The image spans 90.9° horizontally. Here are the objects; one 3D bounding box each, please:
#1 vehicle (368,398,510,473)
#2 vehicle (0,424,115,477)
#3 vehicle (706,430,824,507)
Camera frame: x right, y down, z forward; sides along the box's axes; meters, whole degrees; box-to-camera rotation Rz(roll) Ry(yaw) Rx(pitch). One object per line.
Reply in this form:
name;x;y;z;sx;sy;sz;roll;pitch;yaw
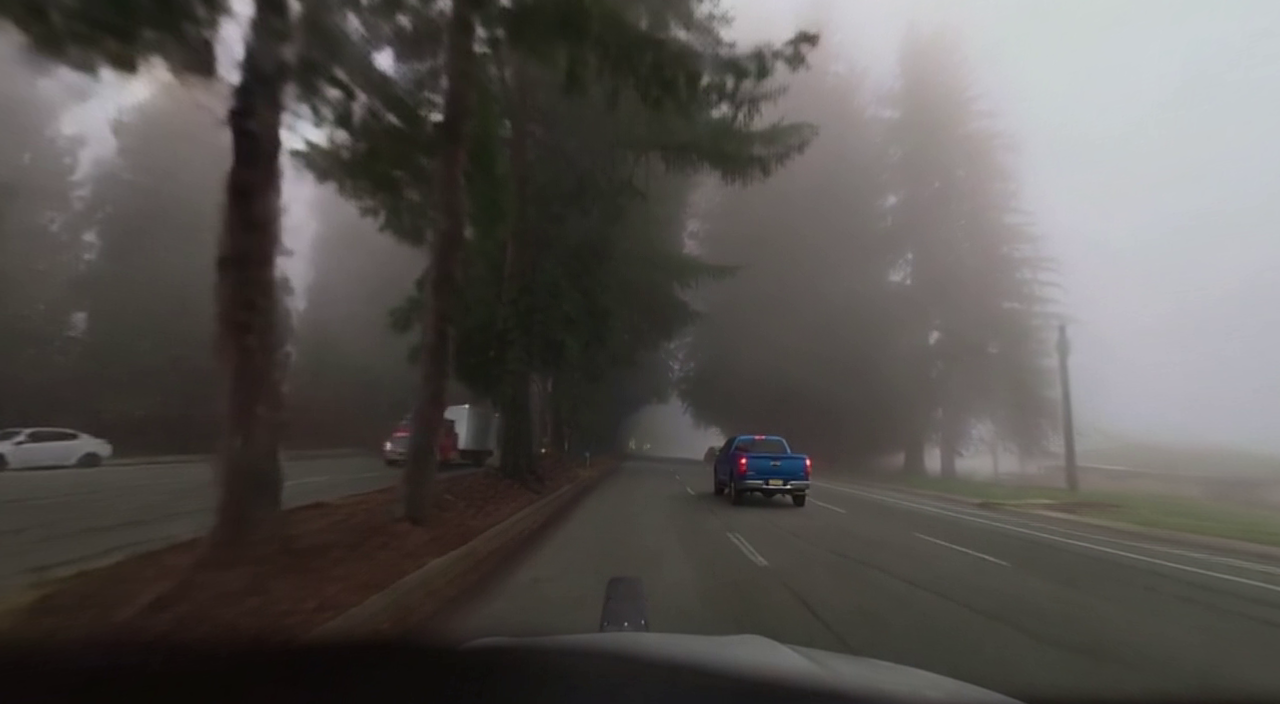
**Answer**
vehicle;-8.554;3.857;28.695;3.046;2.782;10.538;0;-8;0
vehicle;-18.913;2.980;19.187;1.908;1.471;4.556;0;-8;-1
vehicle;3.064;2.972;16.570;2.108;1.712;4.616;0;-8;-1
